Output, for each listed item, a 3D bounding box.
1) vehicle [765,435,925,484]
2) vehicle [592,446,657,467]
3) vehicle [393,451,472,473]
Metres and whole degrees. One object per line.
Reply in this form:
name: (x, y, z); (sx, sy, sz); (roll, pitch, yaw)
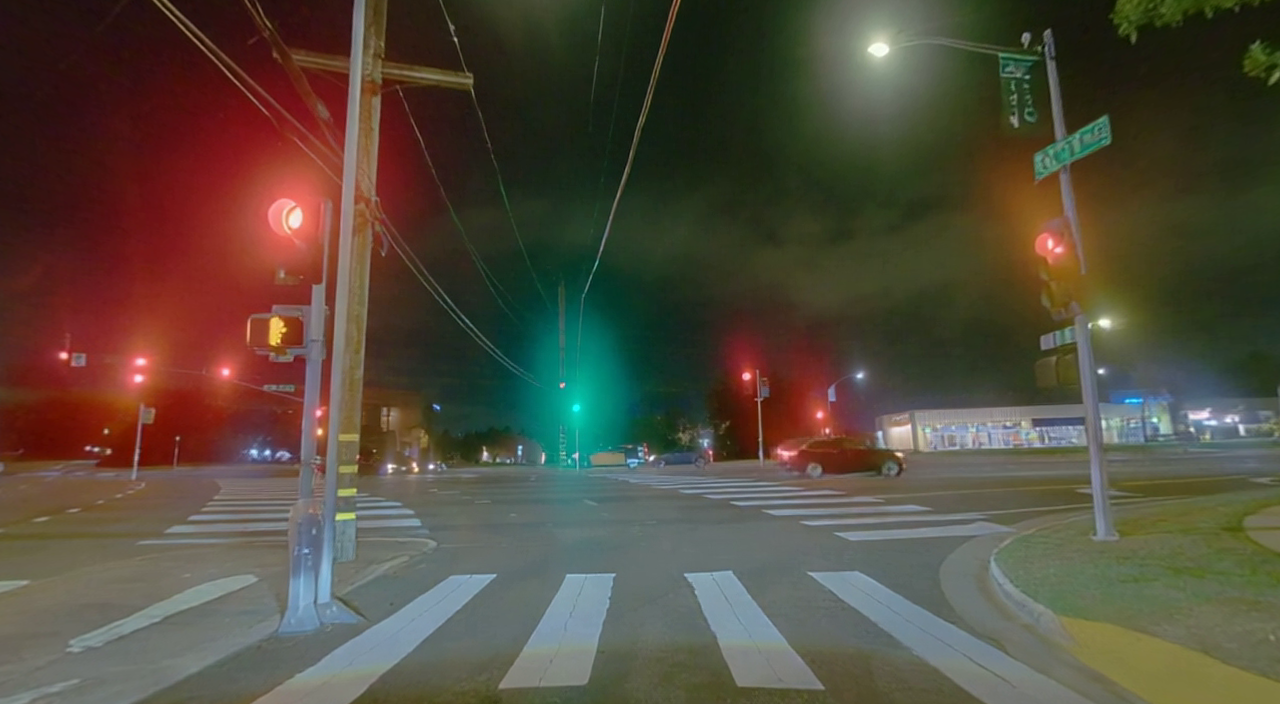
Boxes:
vehicle: (6.842, 3.565, 21.205); (4.700, 1.479, 2.095); (3, -9, -17)
vehicle: (-1.133, 7.553, 45.818); (4.391, 1.451, 1.717); (4, -9, -26)
vehicle: (-14.127, 7.444, 42.987); (4.837, 1.407, 1.818); (4, -9, -26)
